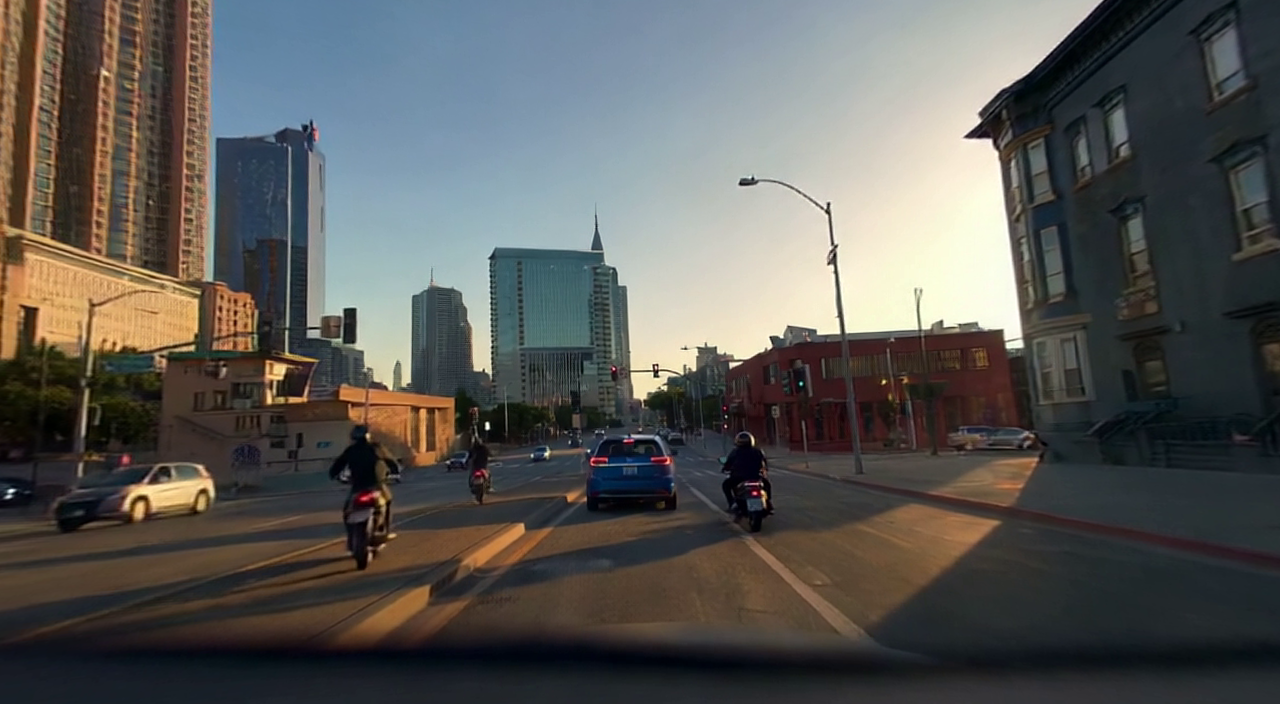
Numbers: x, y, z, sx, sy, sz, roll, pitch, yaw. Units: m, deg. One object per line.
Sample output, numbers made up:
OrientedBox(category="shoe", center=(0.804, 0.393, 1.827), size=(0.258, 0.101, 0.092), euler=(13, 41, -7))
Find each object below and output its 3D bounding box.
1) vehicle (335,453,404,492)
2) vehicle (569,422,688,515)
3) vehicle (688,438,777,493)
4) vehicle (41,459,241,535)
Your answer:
OrientedBox(category="vehicle", center=(-13.747, 6.124, 32.364), size=(1.871, 1.786, 4.386), euler=(0, -9, -4))
OrientedBox(category="vehicle", center=(-0.201, 2.531, 14.138), size=(2.265, 1.748, 4.130), euler=(0, -9, 0))
OrientedBox(category="vehicle", center=(2.719, 3.468, 19.606), size=(2.101, 1.507, 4.355), euler=(0, -9, 0))
OrientedBox(category="vehicle", center=(-13.706, 3.953, 17.805), size=(1.926, 1.732, 4.635), euler=(0, -9, -2))
